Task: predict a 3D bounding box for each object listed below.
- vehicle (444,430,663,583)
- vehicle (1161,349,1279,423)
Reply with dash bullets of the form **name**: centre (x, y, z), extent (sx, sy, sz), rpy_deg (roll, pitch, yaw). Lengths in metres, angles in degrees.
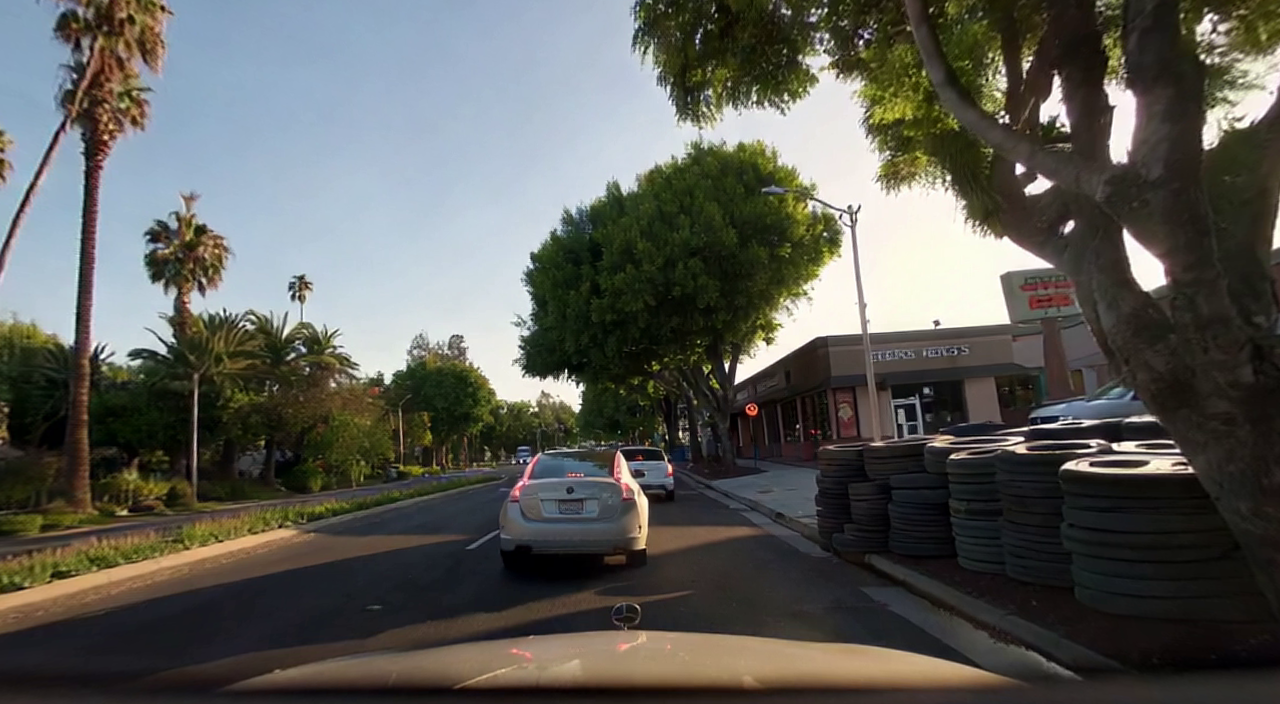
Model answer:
- **vehicle**: centre (-0.917, 1.846, 8.393), extent (2.169, 1.495, 4.048), rpy_deg (0, -8, -2)
- **vehicle**: centre (16.532, 1.026, 17.124), extent (1.810, 1.669, 3.883), rpy_deg (-1, -9, 7)
